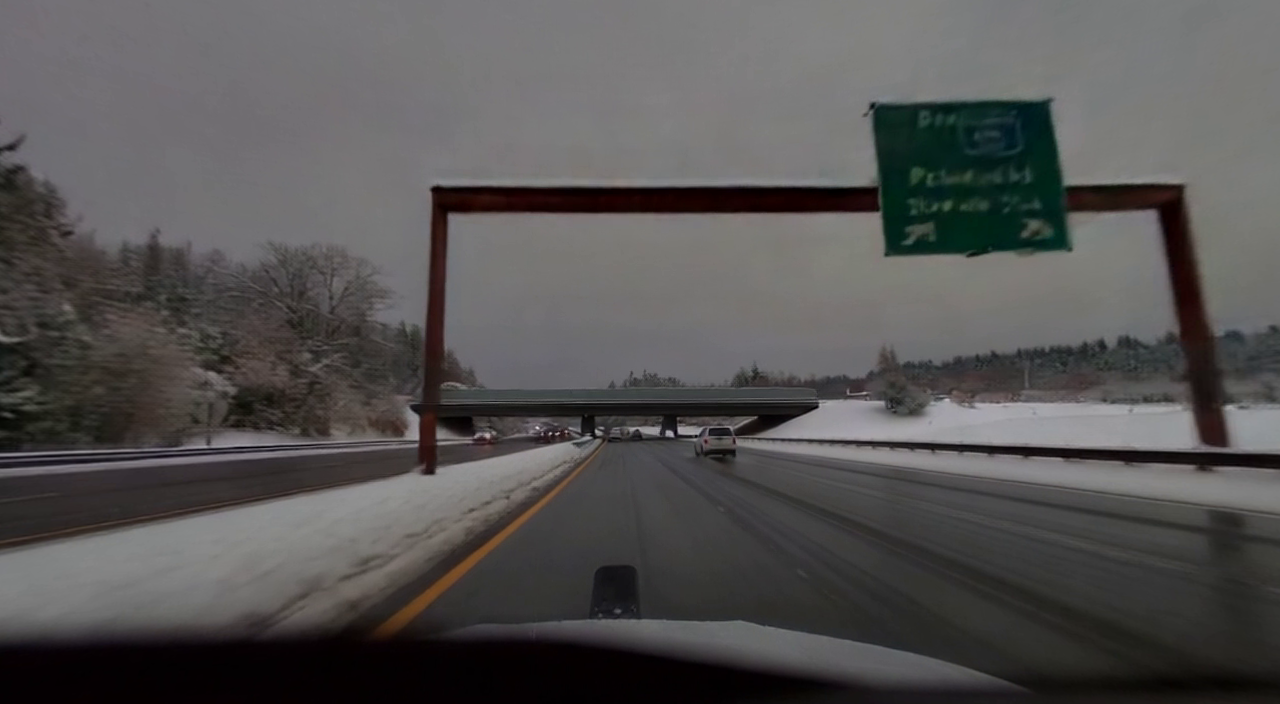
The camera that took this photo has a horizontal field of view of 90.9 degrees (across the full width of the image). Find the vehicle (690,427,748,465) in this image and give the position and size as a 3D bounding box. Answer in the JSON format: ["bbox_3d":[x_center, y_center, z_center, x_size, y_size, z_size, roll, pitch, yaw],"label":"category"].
[{"bbox_3d":[3.498,4.209,28.556,1.938,1.578,3.764,0,-8,-3],"label":"vehicle"}]
